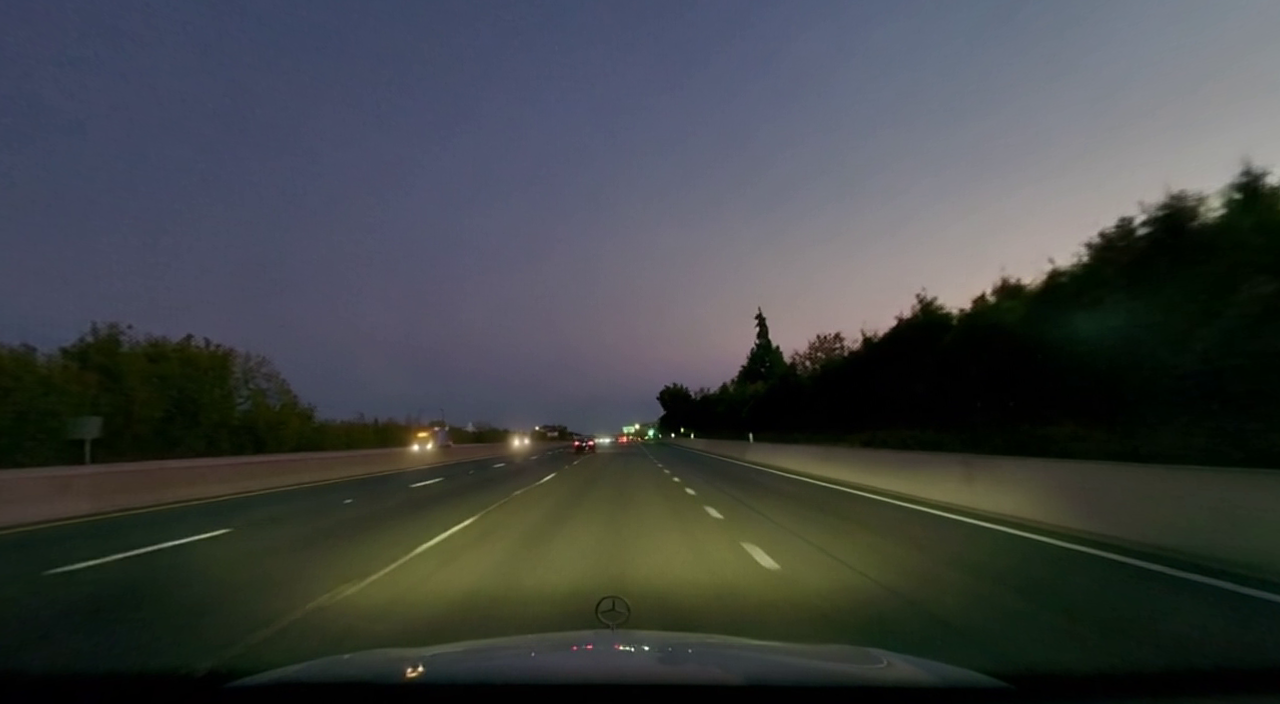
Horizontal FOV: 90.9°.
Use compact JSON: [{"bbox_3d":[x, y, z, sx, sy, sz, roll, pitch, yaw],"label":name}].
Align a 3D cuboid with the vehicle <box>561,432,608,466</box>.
[{"bbox_3d":[-2.595,4.591,30.189,2.000,1.491,3.913,0,-8,-1],"label":"vehicle"}]
